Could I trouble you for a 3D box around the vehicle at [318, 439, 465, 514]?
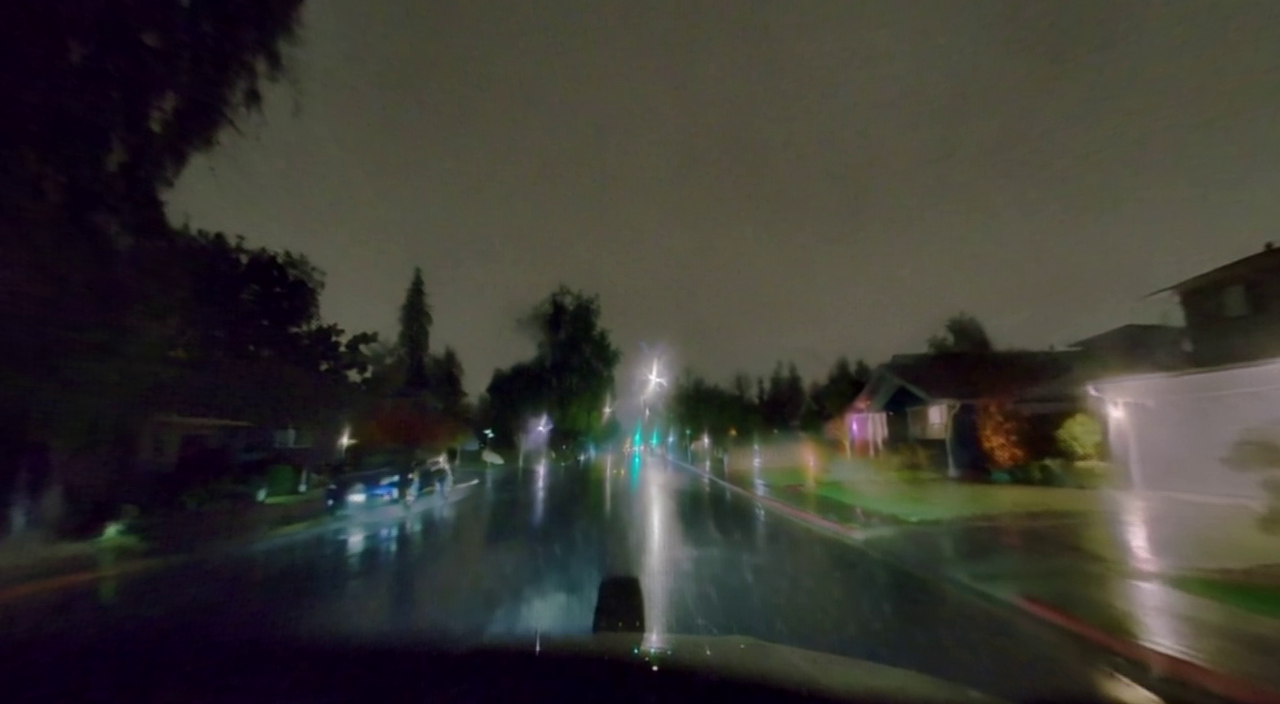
[{"bbox_3d":[-6.563,3.349,17.491,2.078,1.745,5.119,0,-9,-1],"label":"vehicle"}]
